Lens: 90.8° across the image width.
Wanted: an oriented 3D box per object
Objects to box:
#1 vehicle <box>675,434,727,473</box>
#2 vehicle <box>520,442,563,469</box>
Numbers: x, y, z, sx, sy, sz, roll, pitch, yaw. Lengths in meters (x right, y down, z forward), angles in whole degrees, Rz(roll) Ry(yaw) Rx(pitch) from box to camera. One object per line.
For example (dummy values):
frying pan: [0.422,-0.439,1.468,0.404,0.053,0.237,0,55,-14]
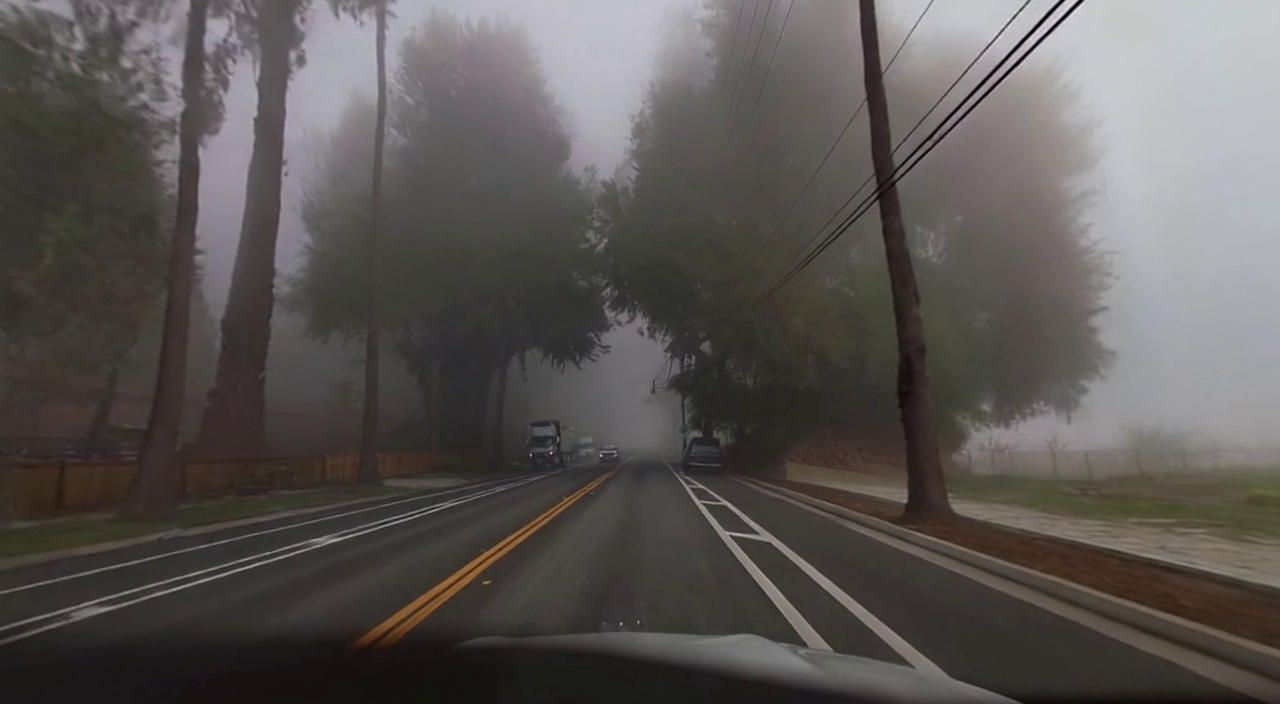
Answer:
vehicle: [3.093,5.287,33.148,2.168,1.851,4.861,0,-9,-1]
vehicle: [-6.422,6.816,41.722,1.935,1.655,4.409,0,-9,2]
